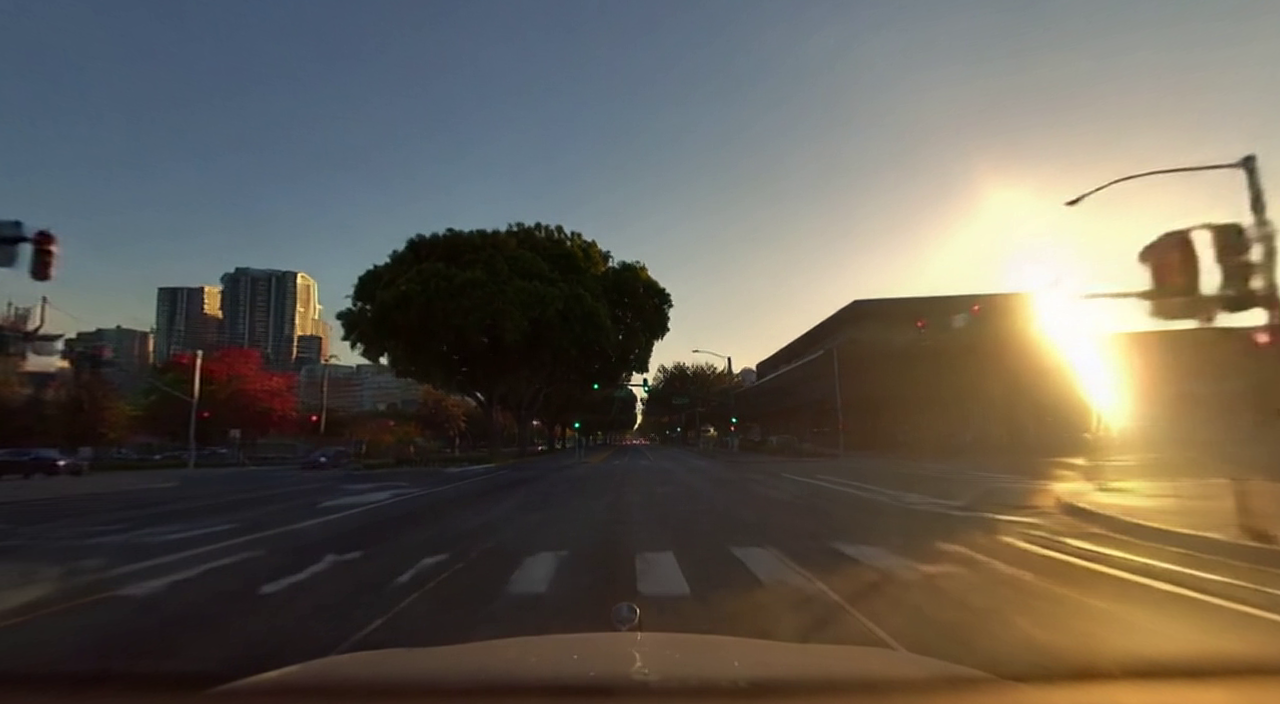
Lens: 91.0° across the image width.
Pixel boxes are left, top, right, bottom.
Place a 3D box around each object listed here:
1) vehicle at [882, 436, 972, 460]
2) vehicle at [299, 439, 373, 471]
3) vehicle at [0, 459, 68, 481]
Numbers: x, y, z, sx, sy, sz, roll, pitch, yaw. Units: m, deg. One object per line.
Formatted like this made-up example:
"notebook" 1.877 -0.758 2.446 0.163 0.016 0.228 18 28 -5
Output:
"vehicle" 17.687 5.928 38.935 4.583 1.426 1.892 0 -8 -2
"vehicle" -19.097 6.479 39.862 2.010 1.833 5.365 -1 -8 0
"vehicle" -42.787 8.166 43.563 4.447 1.431 1.844 0 -8 -1
